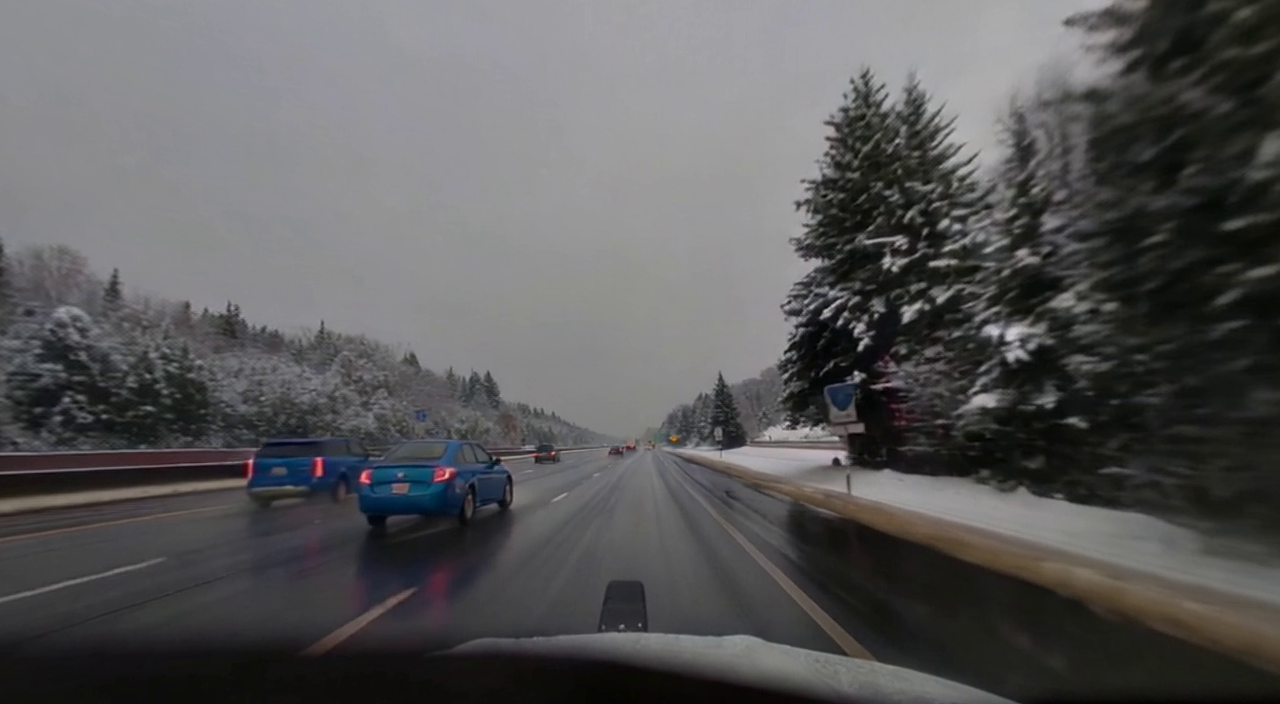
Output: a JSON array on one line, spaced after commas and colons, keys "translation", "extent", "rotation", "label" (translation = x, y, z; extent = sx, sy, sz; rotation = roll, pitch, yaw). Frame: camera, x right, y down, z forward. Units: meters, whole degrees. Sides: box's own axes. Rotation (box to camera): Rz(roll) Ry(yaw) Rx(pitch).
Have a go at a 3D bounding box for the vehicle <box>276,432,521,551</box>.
[{"translation": [-3.568, 2.157, 10.602], "extent": [2.081, 1.514, 4.943], "rotation": [0, -8, 1], "label": "vehicle"}]
